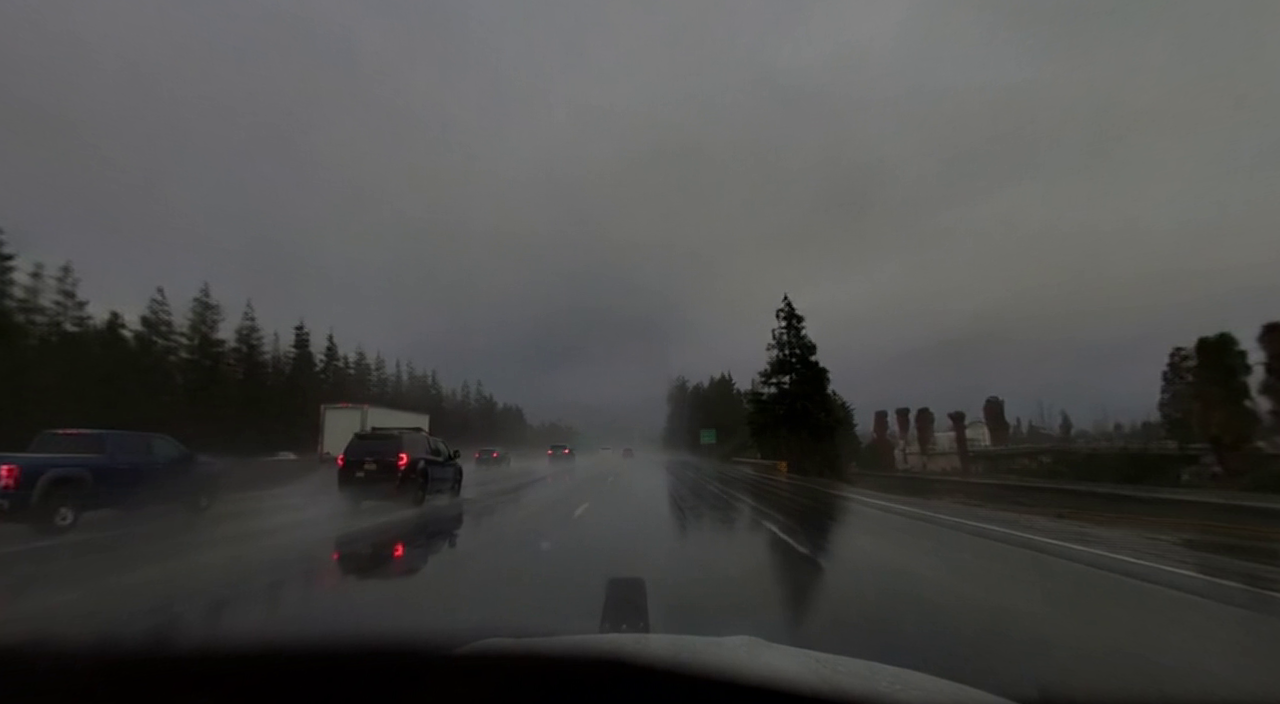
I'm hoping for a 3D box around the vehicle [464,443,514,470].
[{"bbox_3d":[-9.693,6.723,40.867,2.060,1.662,4.469,0,-8,2],"label":"vehicle"}]

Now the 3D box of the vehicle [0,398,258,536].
[{"bbox_3d":[-10.332,2.047,11.772,2.576,1.922,6.067,0,-8,0],"label":"vehicle"}]

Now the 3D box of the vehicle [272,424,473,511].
[{"bbox_3d":[-6.381,2.856,16.264,2.403,1.773,6.276,0,-8,1],"label":"vehicle"}]

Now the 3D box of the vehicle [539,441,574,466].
[{"bbox_3d":[-6.156,7.528,46.948,2.009,1.735,4.358,0,-8,0],"label":"vehicle"}]
